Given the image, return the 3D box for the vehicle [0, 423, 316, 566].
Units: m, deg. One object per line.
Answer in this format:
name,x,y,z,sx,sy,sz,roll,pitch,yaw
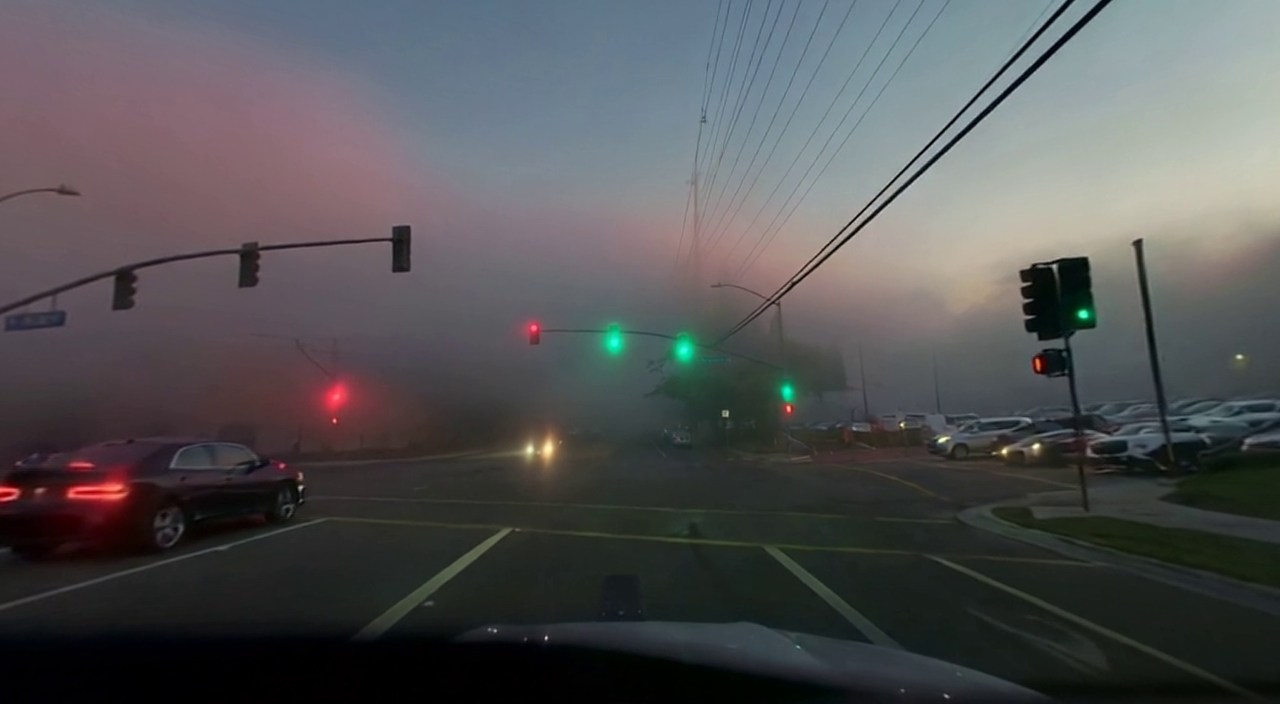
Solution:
vehicle,-6.449,1.786,8.661,1.928,1.451,4.219,0,-9,-3
